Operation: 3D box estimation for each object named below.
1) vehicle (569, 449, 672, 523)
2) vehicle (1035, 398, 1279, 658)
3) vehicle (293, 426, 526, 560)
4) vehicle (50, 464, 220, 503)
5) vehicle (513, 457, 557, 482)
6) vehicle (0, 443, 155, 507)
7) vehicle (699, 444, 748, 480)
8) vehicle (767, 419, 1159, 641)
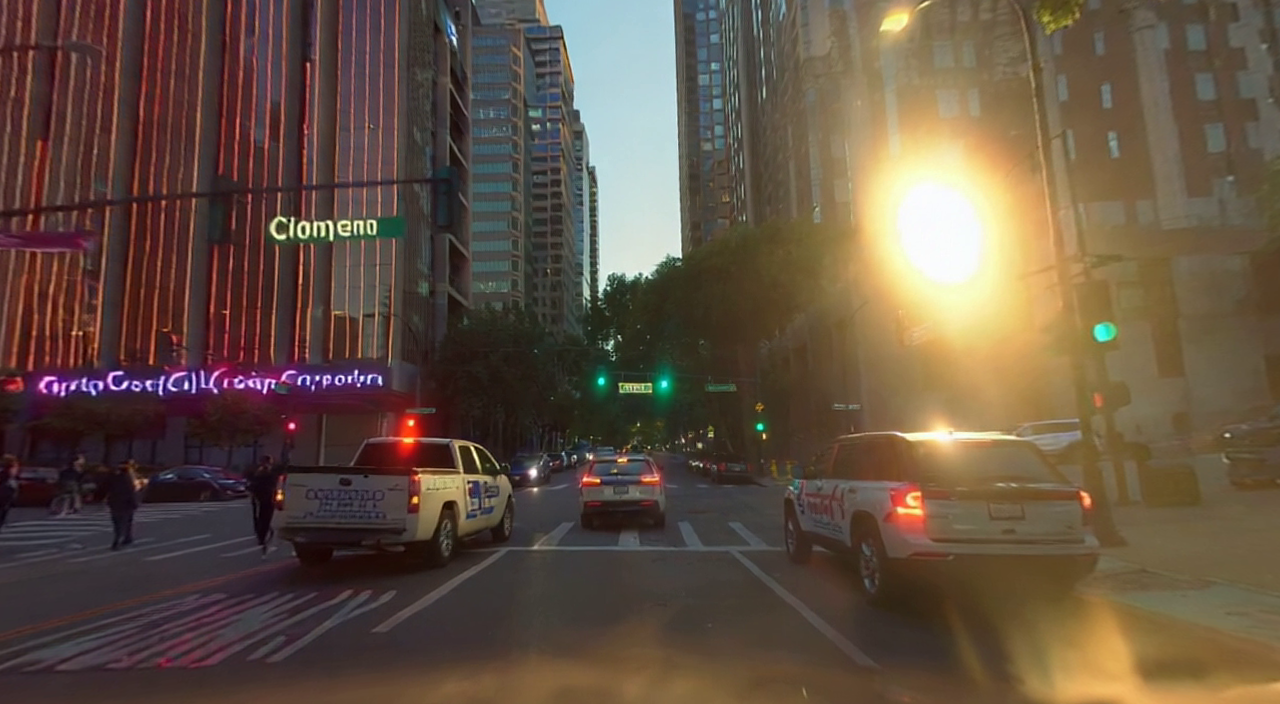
[{"bbox_3d":[-0.405,3.065,15.027,2.092,1.454,4.132,0,-8,0],"label":"vehicle"},{"bbox_3d":[5.876,1.406,5.301,2.123,1.936,4.538,0,-8,0],"label":"vehicle"},{"bbox_3d":[-3.686,2.354,11.482,2.190,1.840,5.272,0,-8,0],"label":"vehicle"},{"bbox_3d":[-20.254,5.283,25.513,5.153,1.449,1.966,0,-8,0],"label":"vehicle"},{"bbox_3d":[-6.695,7.564,40.897,2.052,1.471,4.225,0,-8,1],"label":"vehicle"},{"bbox_3d":[-30.883,6.680,34.752,5.896,3.276,2.809,0,-8,0],"label":"vehicle"},{"bbox_3d":[5.666,7.558,43.805,2.420,2.300,5.313,0,-8,-3],"label":"vehicle"},{"bbox_3d":[3.040,1.758,7.442,2.072,1.735,4.759,0,-8,0],"label":"vehicle"}]
